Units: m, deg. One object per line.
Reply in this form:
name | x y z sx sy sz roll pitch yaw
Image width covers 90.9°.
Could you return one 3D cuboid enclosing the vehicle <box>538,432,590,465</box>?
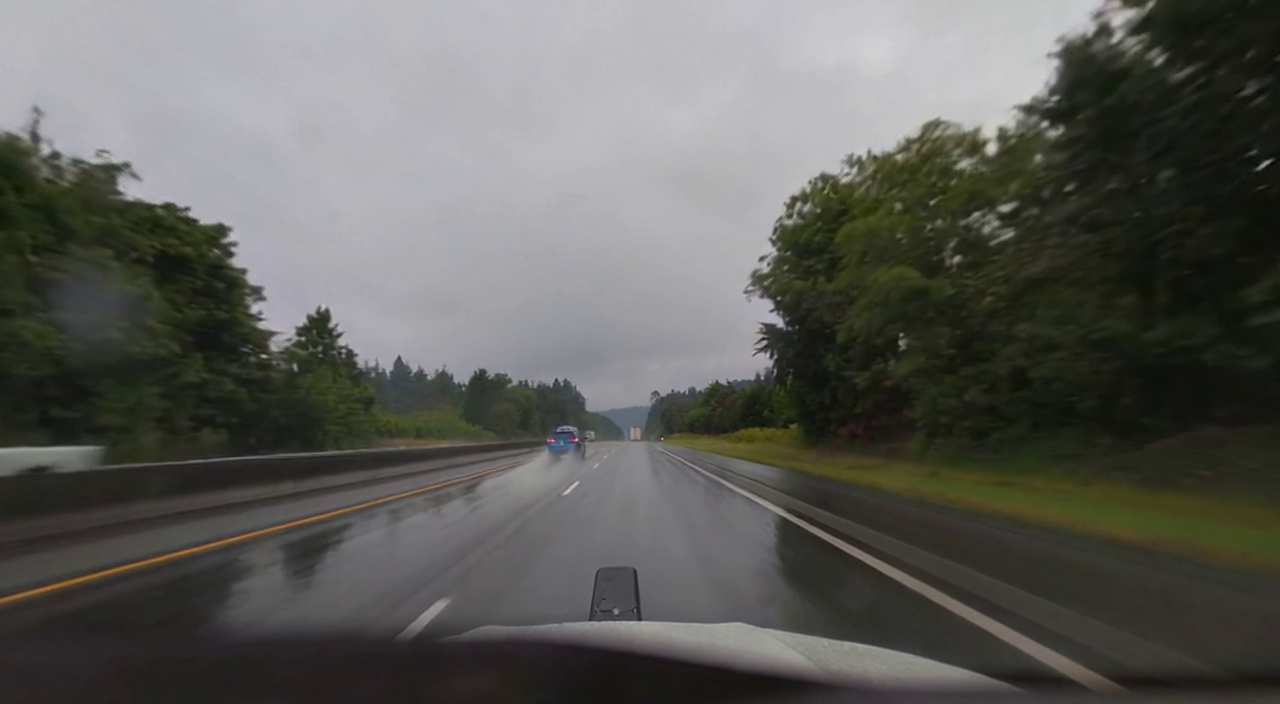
vehicle | -3.601 4.613 30.451 2.085 1.479 3.846 0 -8 -1
